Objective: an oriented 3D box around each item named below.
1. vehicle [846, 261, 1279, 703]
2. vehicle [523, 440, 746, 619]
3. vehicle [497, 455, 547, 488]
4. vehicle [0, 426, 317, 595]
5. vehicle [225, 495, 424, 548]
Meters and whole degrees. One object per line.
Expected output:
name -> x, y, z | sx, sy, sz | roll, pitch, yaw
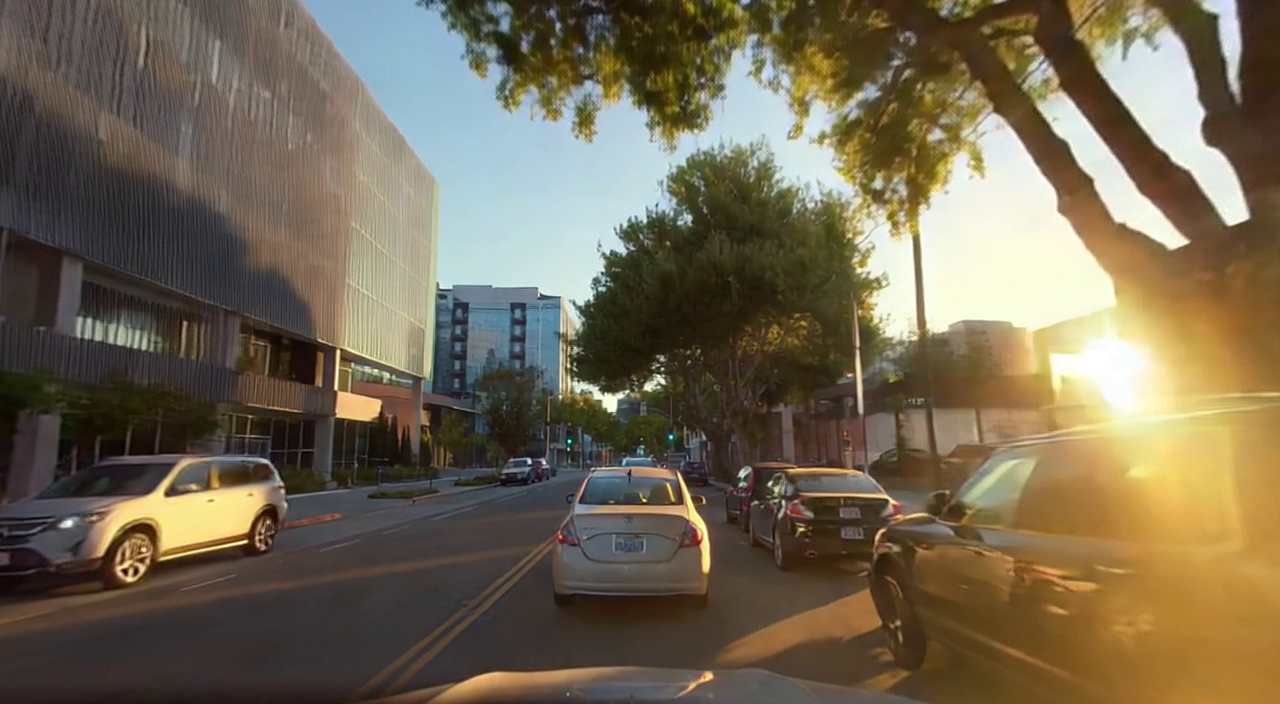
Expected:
vehicle -> 2.739, 0.990, 3.185 | 1.868, 1.920, 4.501 | 1, -10, 1
vehicle -> -0.037, 1.951, 7.613 | 2.018, 1.583, 3.646 | 1, -10, 0
vehicle -> -6.720, 6.924, 36.121 | 2.024, 1.654, 4.396 | -3, -12, 0
vehicle -> -6.768, 2.164, 8.920 | 1.994, 1.701, 4.520 | -3, -12, -1
vehicle -> -6.938, 3.841, 14.592 | 2.223, 0.774, 4.789 | 1, -10, 0
